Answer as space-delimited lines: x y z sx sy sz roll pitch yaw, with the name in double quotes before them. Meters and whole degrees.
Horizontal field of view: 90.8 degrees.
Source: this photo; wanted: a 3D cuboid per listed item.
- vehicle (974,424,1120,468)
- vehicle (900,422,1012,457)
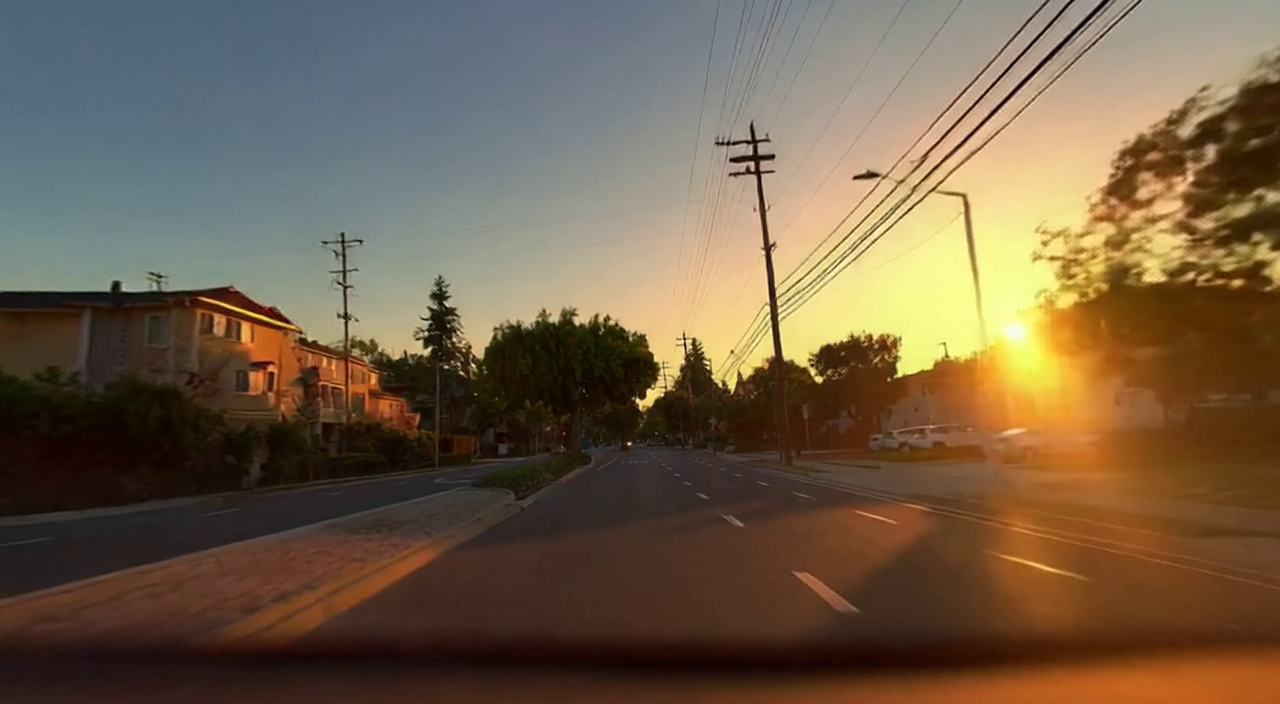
"vehicle" 16.751 3.882 26.186 4.560 1.725 2.096 0 -8 -2
"vehicle" 16.768 4.662 33.727 4.833 1.786 2.136 0 -8 -1
